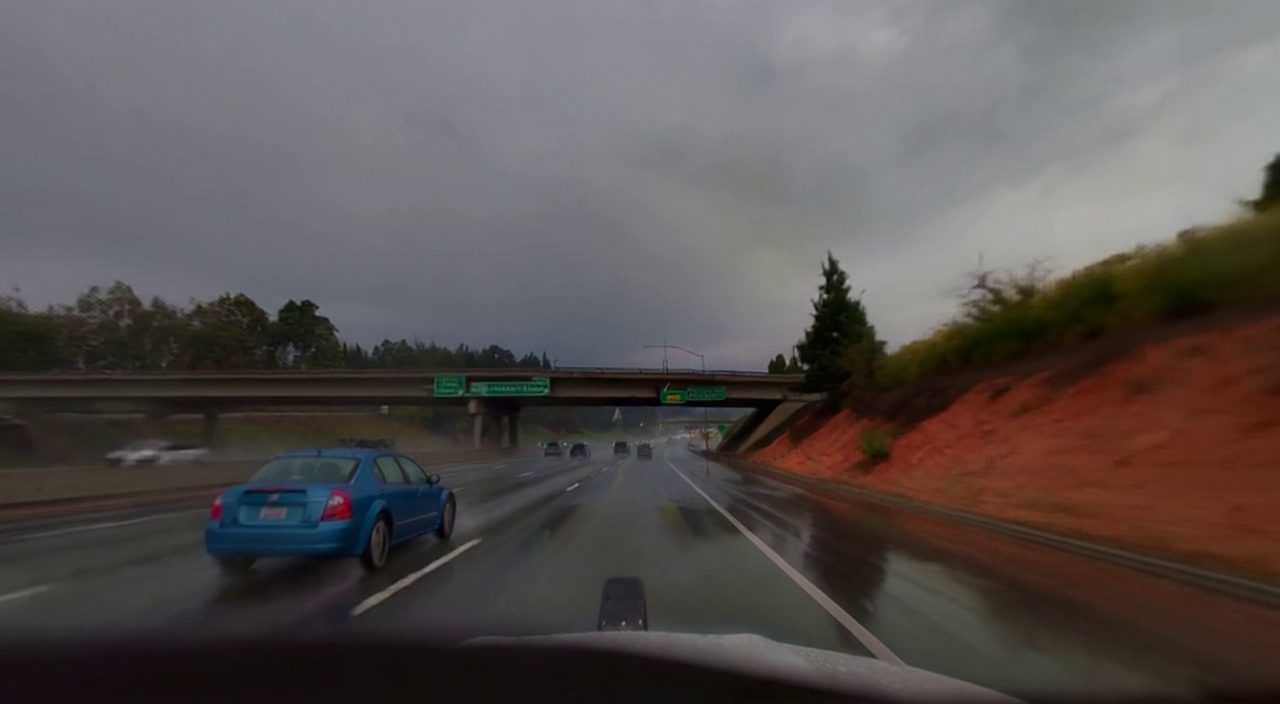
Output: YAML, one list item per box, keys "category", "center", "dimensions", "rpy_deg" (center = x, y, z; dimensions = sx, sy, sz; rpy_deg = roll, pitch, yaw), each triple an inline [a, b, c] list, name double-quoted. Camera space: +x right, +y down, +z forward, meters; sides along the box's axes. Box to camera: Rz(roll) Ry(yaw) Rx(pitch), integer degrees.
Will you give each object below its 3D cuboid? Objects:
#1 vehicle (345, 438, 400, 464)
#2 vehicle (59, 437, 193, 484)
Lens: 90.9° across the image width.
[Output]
- category: "vehicle"
  center: [-16.180, 6.010, 38.331]
  dimensions: [1.716, 1.450, 3.496]
  rpy_deg: [0, -8, 1]
- category: "vehicle"
  center: [-16.697, 3.521, 20.710]
  dimensions: [1.529, 1.390, 3.336]
  rpy_deg: [0, -8, 1]
